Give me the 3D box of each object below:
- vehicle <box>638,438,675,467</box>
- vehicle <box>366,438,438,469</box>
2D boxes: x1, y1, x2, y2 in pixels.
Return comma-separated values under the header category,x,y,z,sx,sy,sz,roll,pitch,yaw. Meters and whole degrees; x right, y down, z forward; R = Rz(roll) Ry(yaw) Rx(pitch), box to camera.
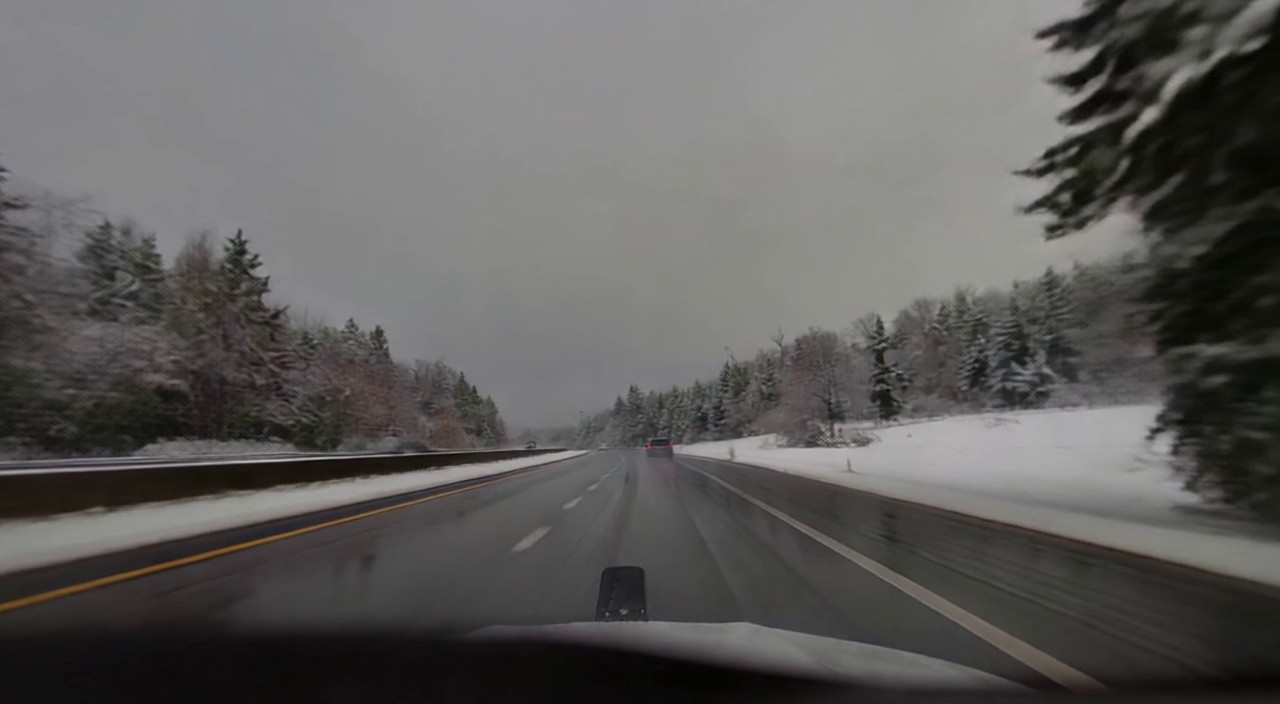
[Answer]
category,x,y,z,sx,sy,sz,roll,pitch,yaw
vehicle,0.987,6.263,39.394,2.079,1.729,4.380,0,-9,-2
vehicle,-12.325,5.281,32.940,1.959,1.502,4.560,0,-9,1
